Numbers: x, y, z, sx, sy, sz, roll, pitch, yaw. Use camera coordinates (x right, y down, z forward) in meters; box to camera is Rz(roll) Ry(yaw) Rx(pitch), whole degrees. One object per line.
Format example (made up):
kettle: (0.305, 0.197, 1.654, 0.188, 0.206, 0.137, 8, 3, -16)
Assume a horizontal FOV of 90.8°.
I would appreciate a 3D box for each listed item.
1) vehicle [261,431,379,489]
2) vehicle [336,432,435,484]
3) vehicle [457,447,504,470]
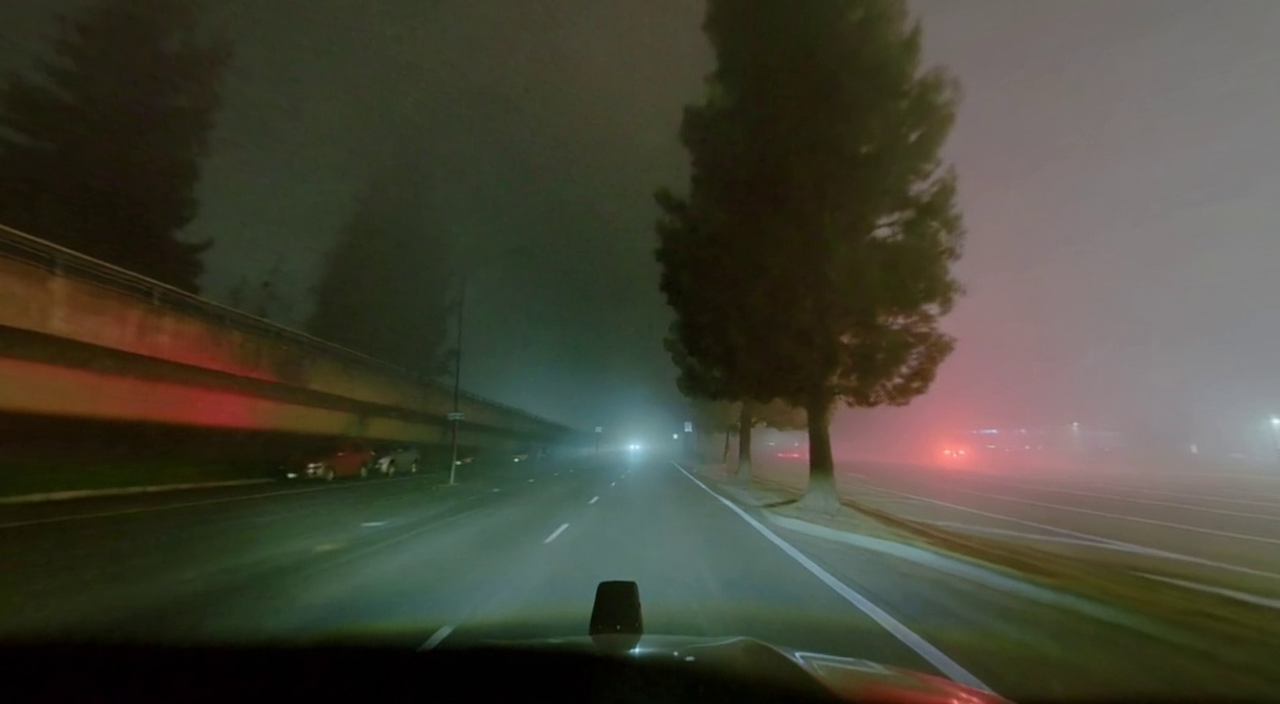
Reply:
vehicle: (-12.949, 4.425, 26.103, 2.136, 2.016, 5.354, 2, -9, -2)
vehicle: (-12.893, 5.391, 32.635, 2.307, 2.349, 6.335, 1, -8, 1)
vehicle: (-12.312, 8.215, 49.071, 2.156, 1.489, 4.758, 4, -8, 2)
